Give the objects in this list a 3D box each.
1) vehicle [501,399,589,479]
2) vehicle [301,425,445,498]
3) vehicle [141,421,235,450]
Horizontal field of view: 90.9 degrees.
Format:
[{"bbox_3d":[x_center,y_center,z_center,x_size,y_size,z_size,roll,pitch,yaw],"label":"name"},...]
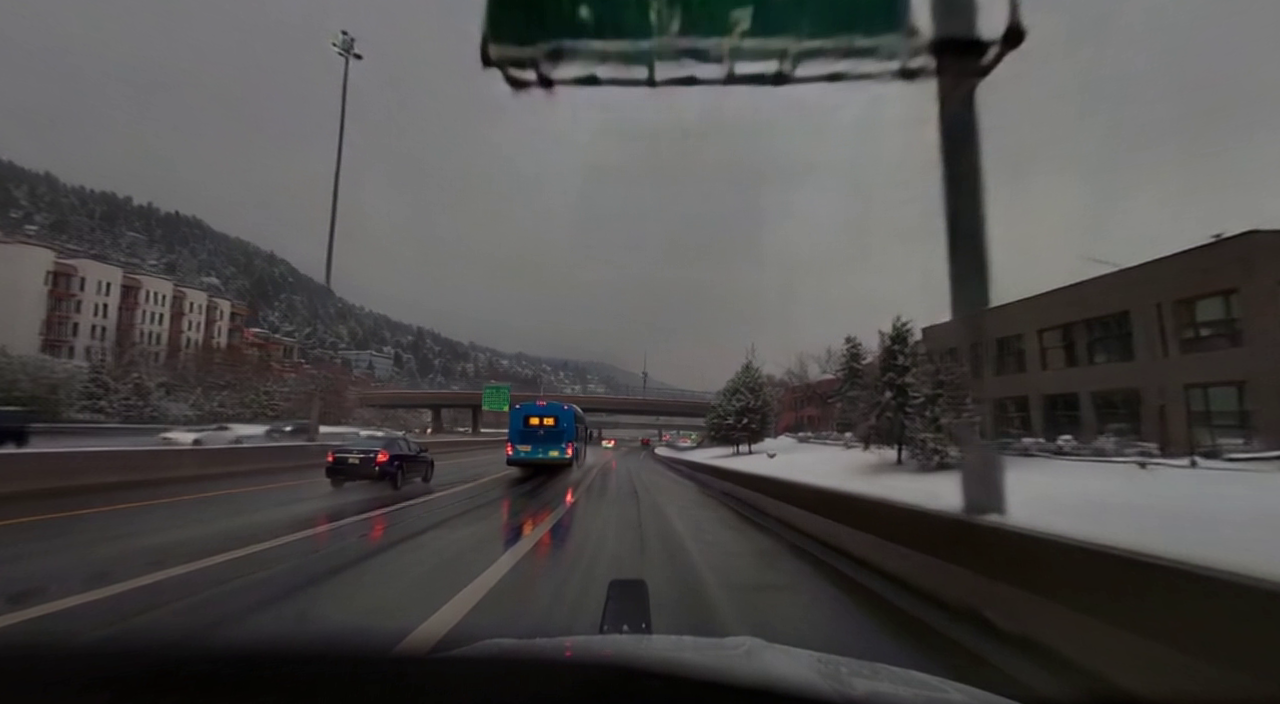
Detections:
[{"bbox_3d":[-3.842,3.886,27.499,2.888,2.944,8.373,0,-9,-2],"label":"vehicle"},{"bbox_3d":[-6.984,2.904,17.095,1.993,1.690,4.450,0,-9,-1],"label":"vehicle"},{"bbox_3d":[-25.881,4.854,36.322,1.731,1.496,4.532,-1,-9,6],"label":"vehicle"}]
